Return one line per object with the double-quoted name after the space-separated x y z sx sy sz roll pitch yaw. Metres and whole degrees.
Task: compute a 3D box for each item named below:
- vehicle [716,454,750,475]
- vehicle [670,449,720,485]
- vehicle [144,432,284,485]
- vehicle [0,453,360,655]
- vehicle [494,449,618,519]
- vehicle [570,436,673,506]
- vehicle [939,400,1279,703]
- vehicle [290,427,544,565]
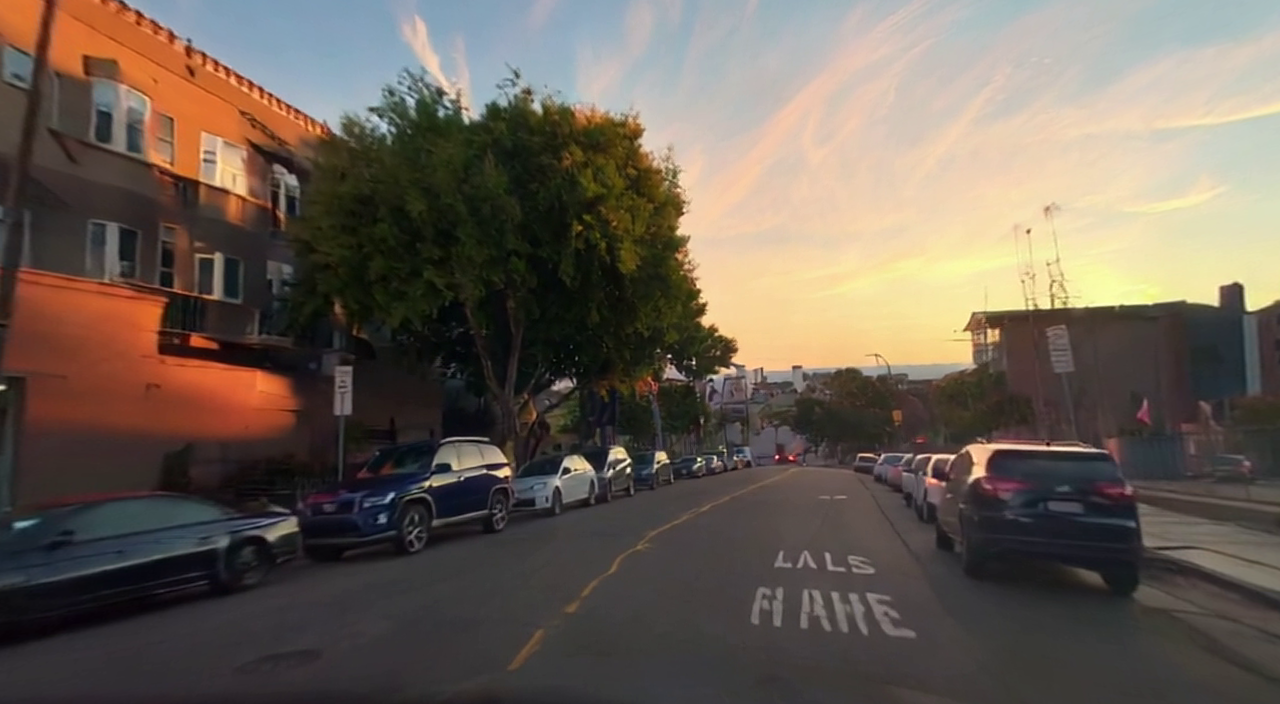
7.300 8.771 49.483 1.919 1.464 4.344 -3 -9 18 "vehicle"
3.316 6.709 37.156 1.948 1.693 4.325 -5 -7 17 "vehicle"
-15.702 3.988 23.367 4.213 1.543 2.001 -7 -14 17 "vehicle"
-5.831 2.178 7.803 1.933 1.461 4.393 -7 -7 16 "vehicle"
-2.293 3.773 18.706 1.960 1.765 4.343 -3 -9 17 "vehicle"
-0.534 4.434 24.305 2.260 2.136 5.669 -6 -7 15 "vehicle"
3.029 1.150 3.394 1.892 1.481 4.365 -2 -9 17 "vehicle"
-4.179 2.720 13.056 2.120 2.078 5.403 -6 -7 16 "vehicle"
